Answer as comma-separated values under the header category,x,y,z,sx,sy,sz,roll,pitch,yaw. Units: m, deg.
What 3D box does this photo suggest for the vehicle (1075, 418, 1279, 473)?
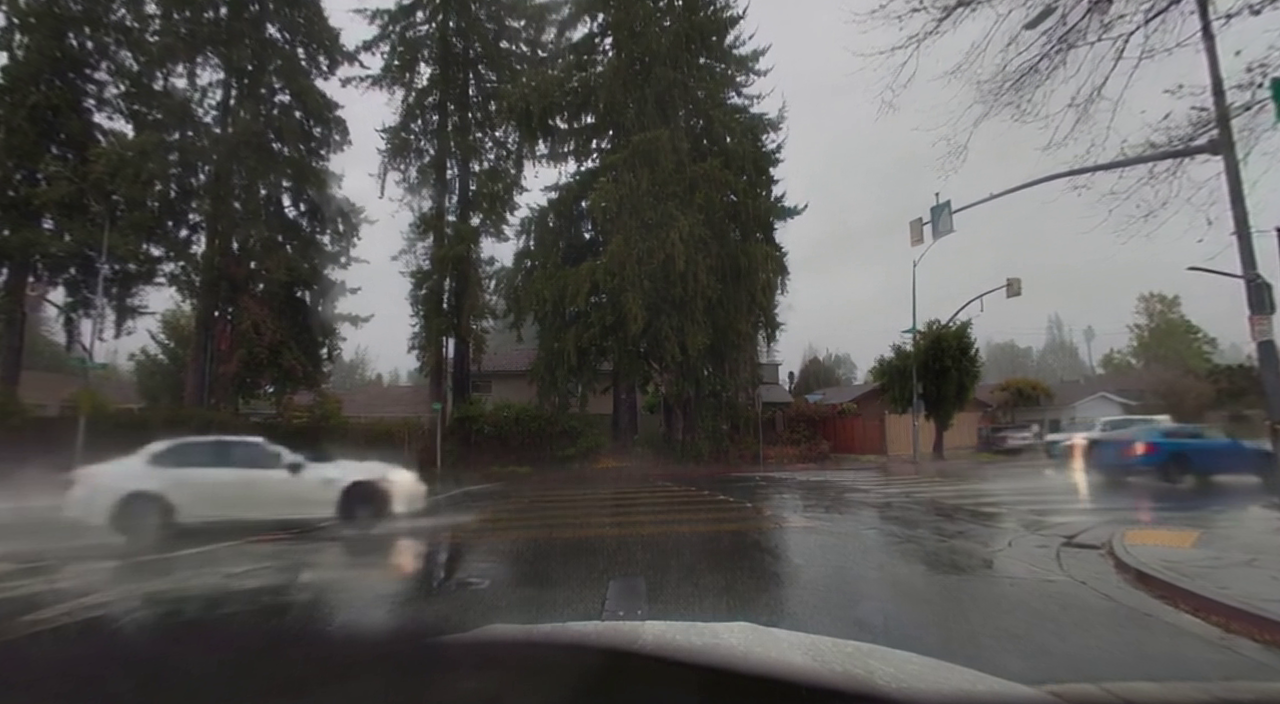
category,x,y,z,sx,sy,sz,roll,pitch,yaw
vehicle,15.434,2.663,18.086,4.990,1.454,1.875,2,-9,-12

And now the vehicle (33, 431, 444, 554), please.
category,x,y,z,sx,sy,sz,roll,pitch,yaw
vehicle,-5.326,1.887,9.136,4.517,1.419,1.836,3,-9,-24

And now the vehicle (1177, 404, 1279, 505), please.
category,x,y,z,sx,sy,sz,roll,pitch,yaw
vehicle,12.776,1.859,11.618,4.208,1.685,2.014,1,-8,-9
